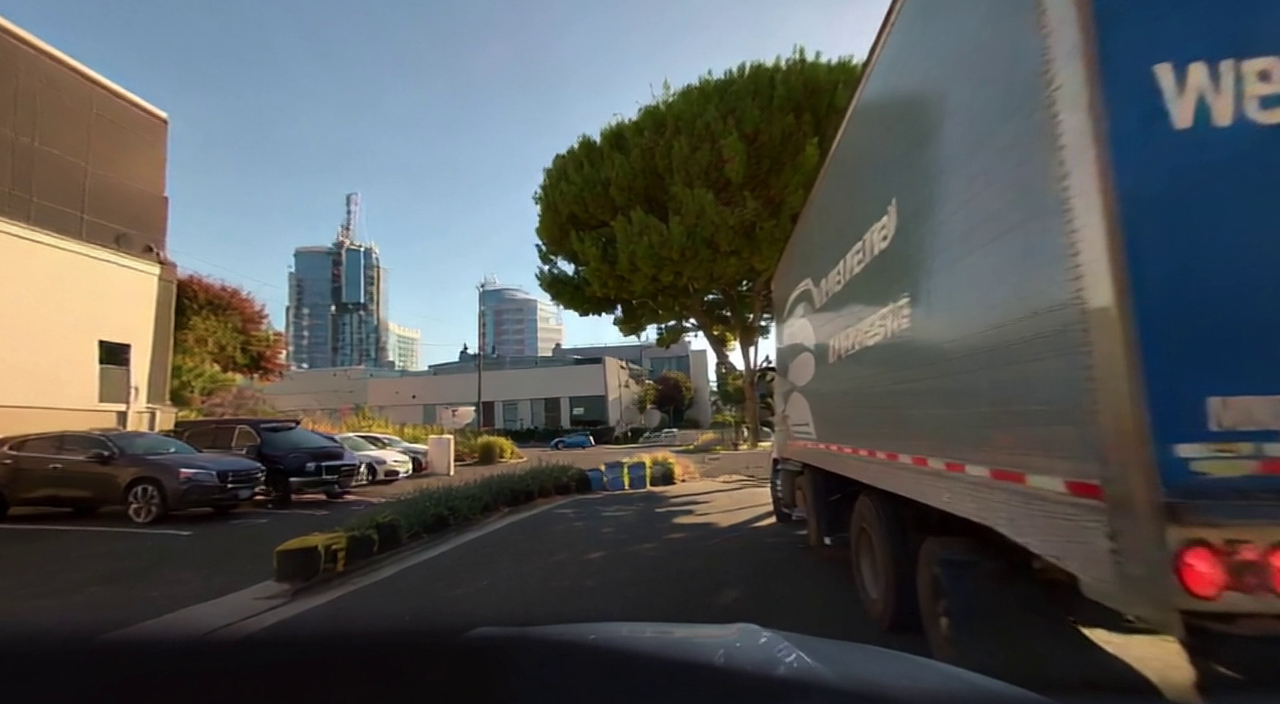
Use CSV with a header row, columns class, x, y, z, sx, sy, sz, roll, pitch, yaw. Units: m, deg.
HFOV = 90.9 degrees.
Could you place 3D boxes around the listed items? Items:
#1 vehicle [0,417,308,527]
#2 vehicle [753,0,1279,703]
class,x,y,z,sx,sy,sz,roll,pitch,yaw
vehicle,-7.578,1.763,9.543,4.015,1.461,1.903,-1,-8,2
vehicle,3.509,0.433,8.181,2.865,4.113,14.471,-1,-8,6
